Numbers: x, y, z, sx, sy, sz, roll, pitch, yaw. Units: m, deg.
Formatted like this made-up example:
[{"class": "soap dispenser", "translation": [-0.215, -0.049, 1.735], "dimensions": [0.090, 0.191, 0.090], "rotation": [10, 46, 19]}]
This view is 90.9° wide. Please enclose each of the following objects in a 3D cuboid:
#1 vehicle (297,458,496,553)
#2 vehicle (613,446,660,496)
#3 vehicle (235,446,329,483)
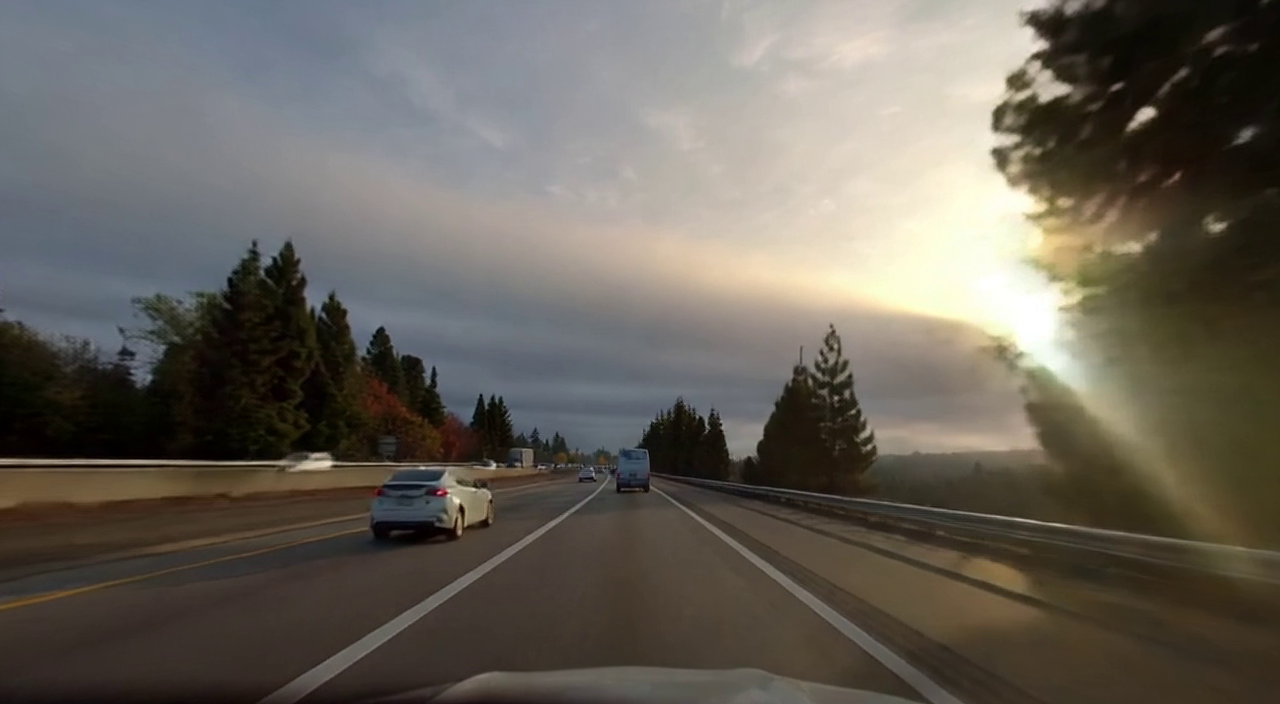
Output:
[{"class": "vehicle", "translation": [-4.480, 2.923, 12.564], "dimensions": [2.128, 1.491, 4.508], "rotation": [1, -11, 0]}, {"class": "vehicle", "translation": [-0.246, 6.818, 36.072], "dimensions": [2.482, 2.549, 5.447], "rotation": [1, -11, -1]}, {"class": "vehicle", "translation": [-17.453, 5.546, 30.995], "dimensions": [1.905, 1.621, 4.629], "rotation": [1, -11, -1]}]
